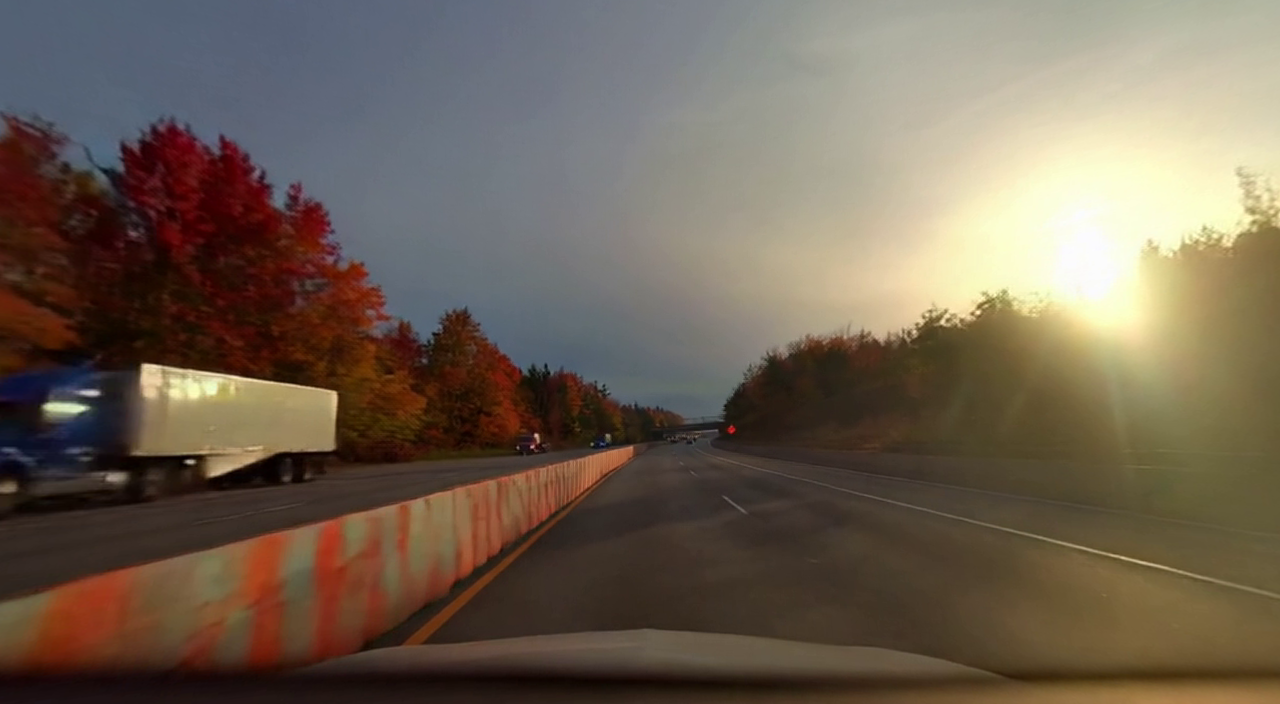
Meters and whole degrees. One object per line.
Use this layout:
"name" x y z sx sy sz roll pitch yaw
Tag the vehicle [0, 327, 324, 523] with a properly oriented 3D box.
"vehicle" -14.913 2.425 19.262 3.100 4.065 13.948 0 -8 1
